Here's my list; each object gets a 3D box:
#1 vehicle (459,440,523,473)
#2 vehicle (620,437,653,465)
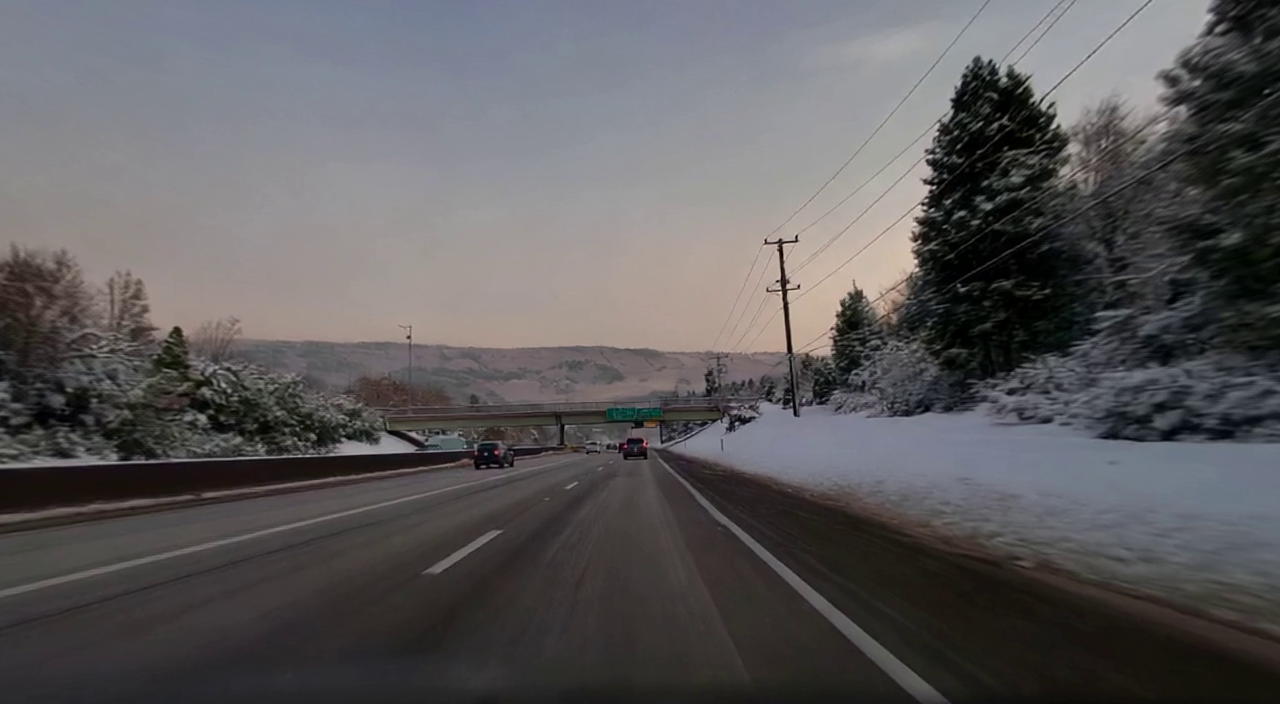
[{"bbox_3d":[-7.346,5.187,31.688,2.077,1.511,4.323,0,-8,1],"label":"vehicle"},{"bbox_3d":[-0.212,6.606,42.277,2.063,1.715,4.299,0,-8,0],"label":"vehicle"}]
